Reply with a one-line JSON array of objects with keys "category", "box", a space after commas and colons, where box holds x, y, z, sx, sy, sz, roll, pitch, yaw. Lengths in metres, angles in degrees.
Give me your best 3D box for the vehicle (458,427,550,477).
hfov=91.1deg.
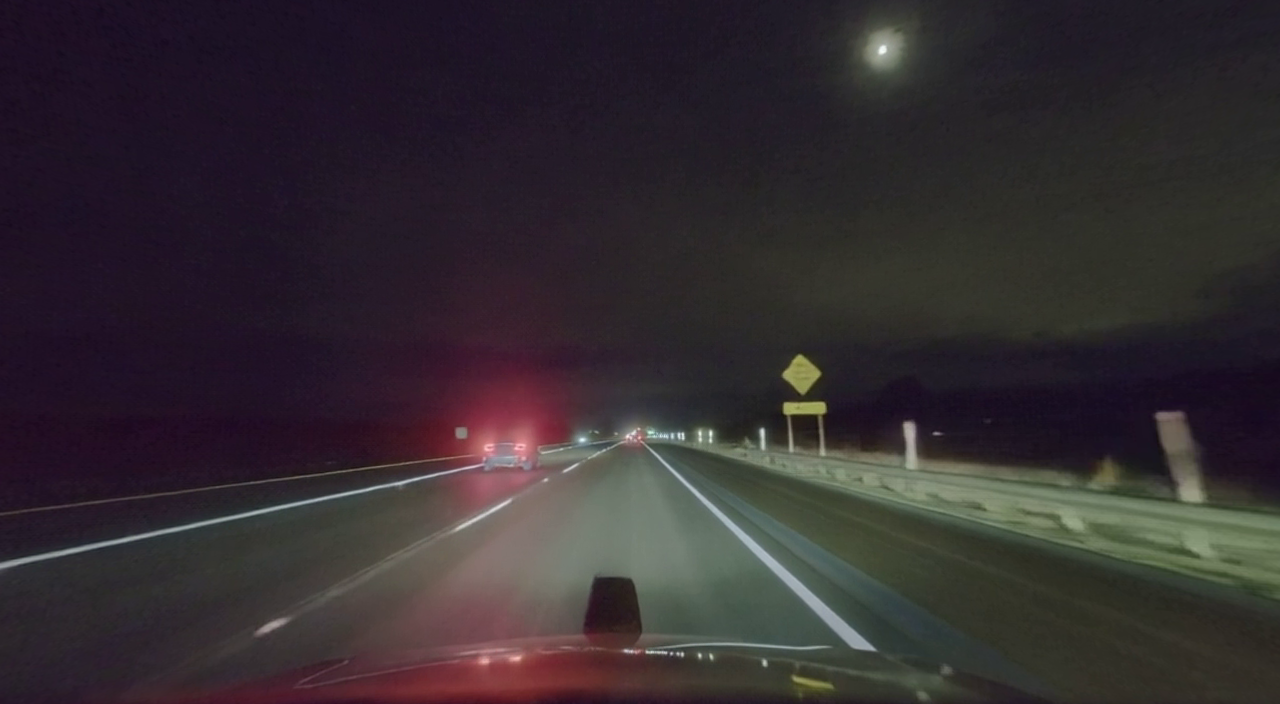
[{"category": "vehicle", "box": [-4.621, 3.464, 22.214, 2.149, 1.532, 4.905, 0, -8, 0]}]
